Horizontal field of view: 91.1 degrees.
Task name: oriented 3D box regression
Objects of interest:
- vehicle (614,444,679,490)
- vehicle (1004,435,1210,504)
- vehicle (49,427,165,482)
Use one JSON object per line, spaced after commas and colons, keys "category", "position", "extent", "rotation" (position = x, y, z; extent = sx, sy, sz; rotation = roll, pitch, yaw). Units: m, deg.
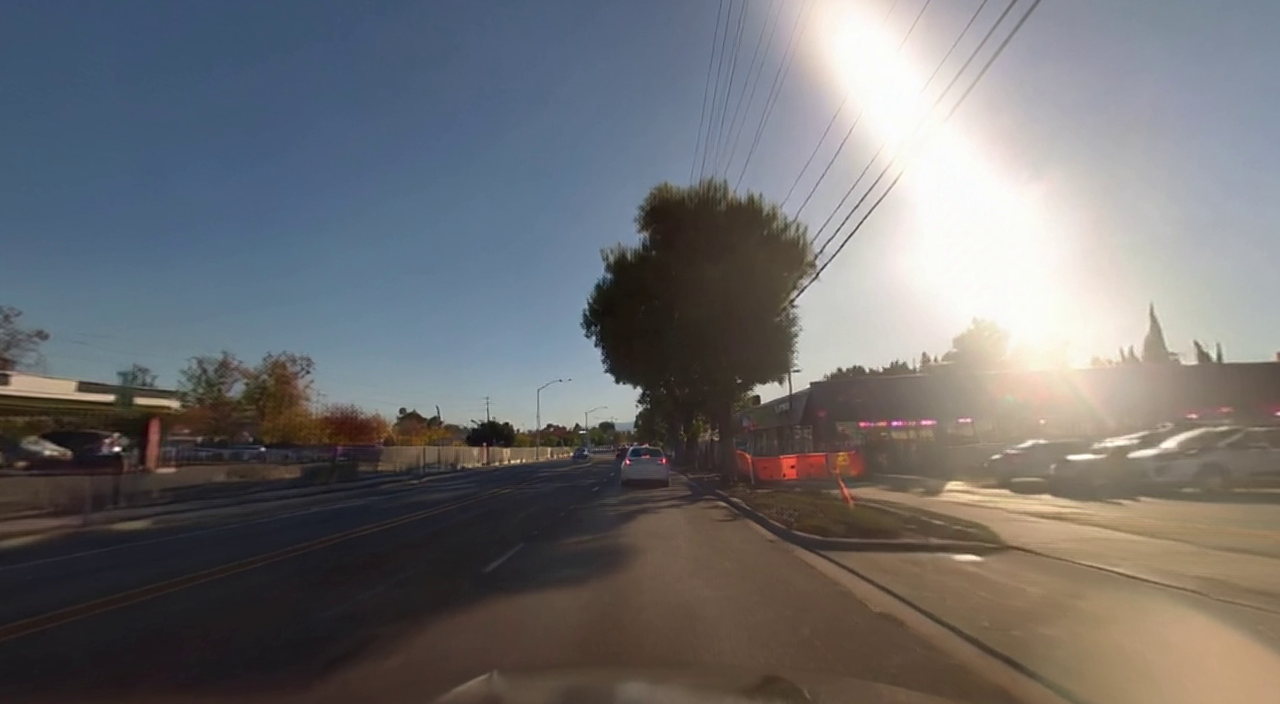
{"category": "vehicle", "position": [0.200, 4.092, 22.727], "extent": [2.144, 1.514, 4.063], "rotation": [0, -9, 0]}
{"category": "vehicle", "position": [11.685, 2.948, 16.215], "extent": [1.970, 1.501, 4.514], "rotation": [0, -9, 3]}
{"category": "vehicle", "position": [-30.211, 5.812, 35.796], "extent": [2.502, 2.916, 4.293], "rotation": [-1, -9, 4]}
